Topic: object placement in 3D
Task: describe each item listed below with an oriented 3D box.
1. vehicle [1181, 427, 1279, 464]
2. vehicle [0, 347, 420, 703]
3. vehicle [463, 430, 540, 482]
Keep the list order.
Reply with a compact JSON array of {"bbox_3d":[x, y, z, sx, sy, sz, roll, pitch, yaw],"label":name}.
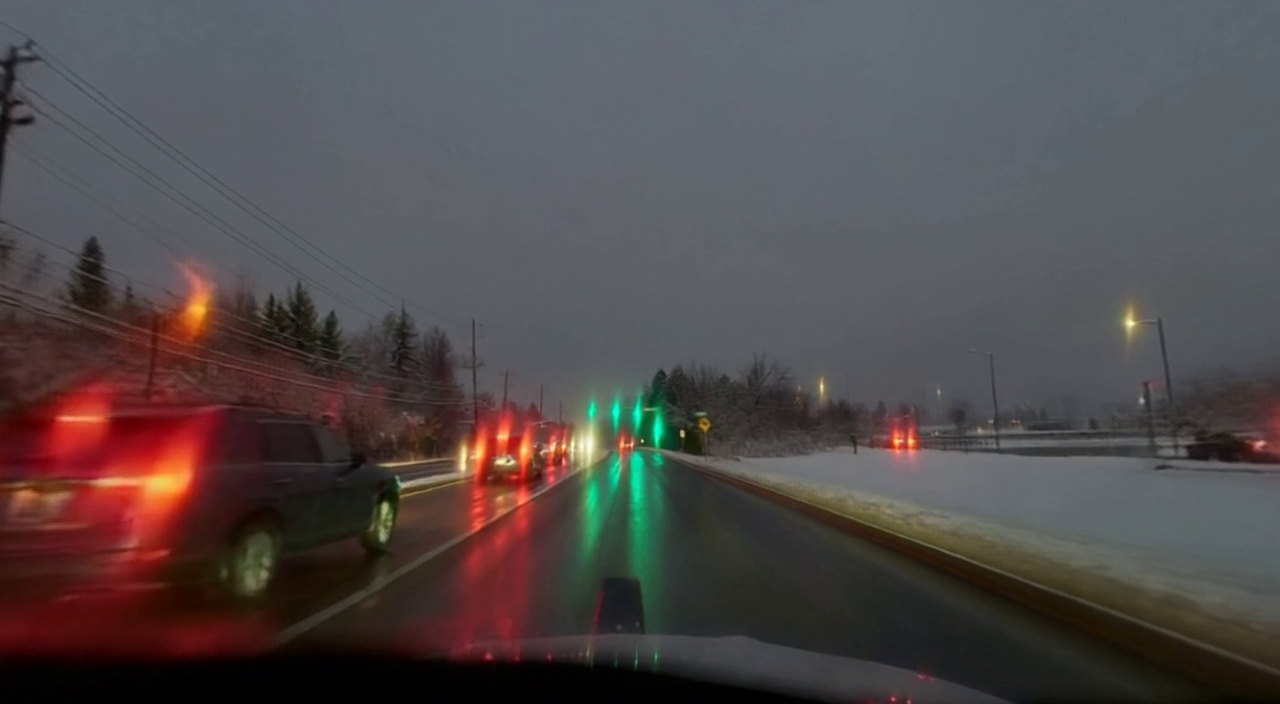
[{"bbox_3d":[33.404,5.021,33.687,2.436,1.877,7.681,1,-9,1],"label":"vehicle"},{"bbox_3d":[-3.804,1.195,5.496,2.189,1.807,4.467,0,-8,-1],"label":"vehicle"},{"bbox_3d":[-4.848,3.707,22.776,2.041,1.698,4.094,0,-8,-3],"label":"vehicle"}]
